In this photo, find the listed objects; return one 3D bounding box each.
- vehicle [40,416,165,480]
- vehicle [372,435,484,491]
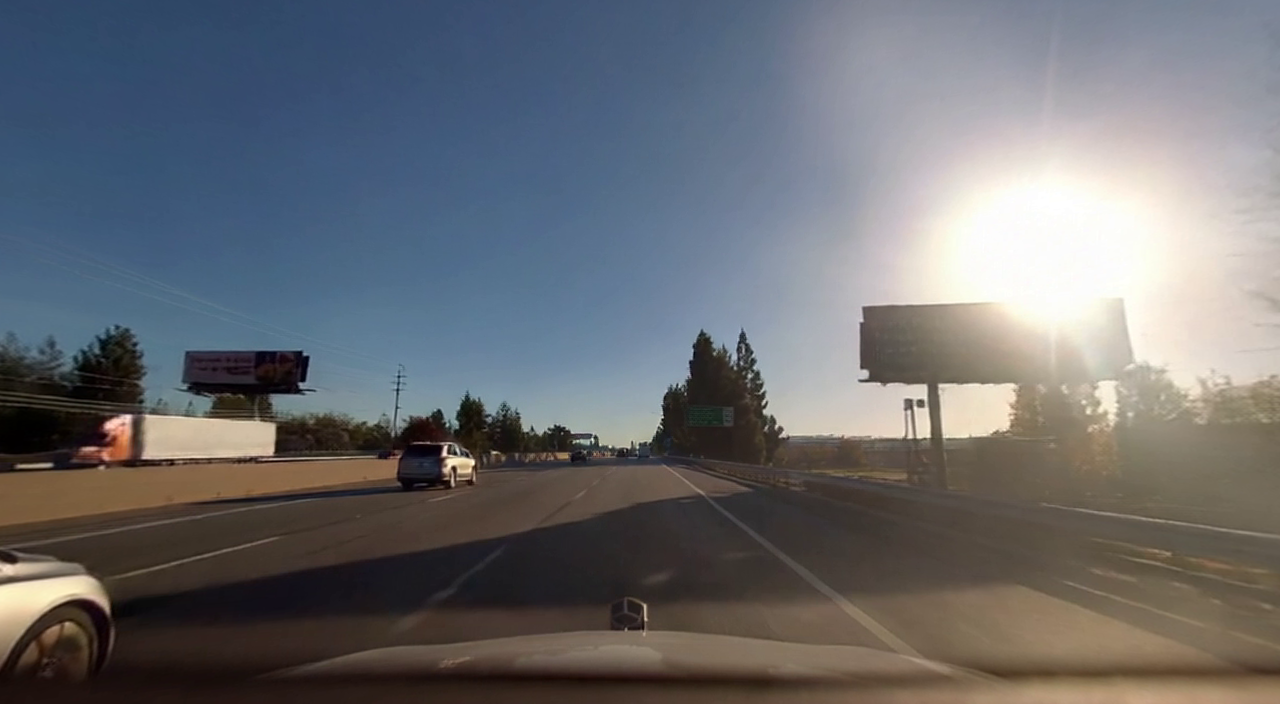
[{"bbox_3d":[-36.266,6.531,42.835,2.964,4.002,5.934,0,-9,0],"label":"vehicle"},{"bbox_3d":[-7.036,3.731,21.527,2.055,1.683,4.804,0,-9,1],"label":"vehicle"}]
